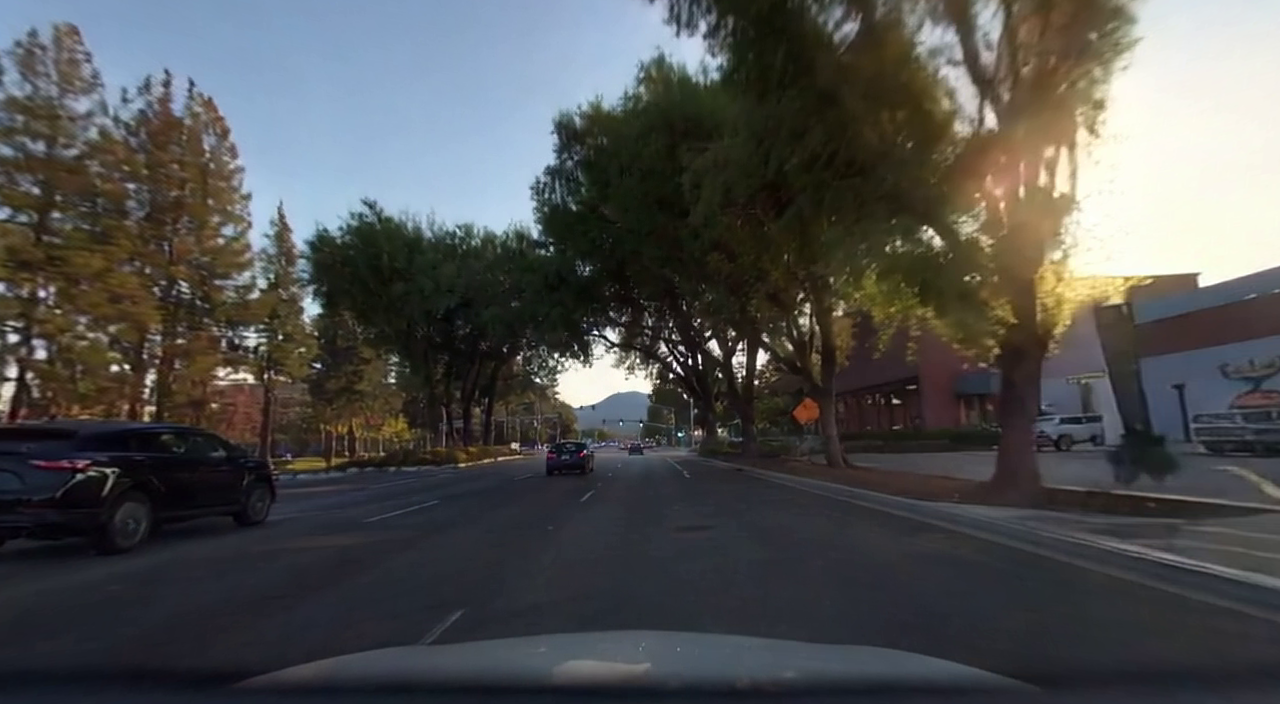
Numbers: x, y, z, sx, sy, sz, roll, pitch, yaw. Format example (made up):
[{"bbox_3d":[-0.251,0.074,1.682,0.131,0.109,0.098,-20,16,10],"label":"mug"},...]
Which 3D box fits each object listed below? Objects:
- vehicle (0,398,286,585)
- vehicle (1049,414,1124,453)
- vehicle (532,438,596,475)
[{"bbox_3d":[-6.911,1.625,8.076,2.043,1.726,4.472,0,-8,1],"label":"vehicle"},{"bbox_3d":[24.979,4.601,35.492,2.342,2.007,5.843,-3,-9,25],"label":"vehicle"},{"bbox_3d":[-3.226,4.544,27.658,2.152,1.479,4.394,0,-9,1],"label":"vehicle"}]
